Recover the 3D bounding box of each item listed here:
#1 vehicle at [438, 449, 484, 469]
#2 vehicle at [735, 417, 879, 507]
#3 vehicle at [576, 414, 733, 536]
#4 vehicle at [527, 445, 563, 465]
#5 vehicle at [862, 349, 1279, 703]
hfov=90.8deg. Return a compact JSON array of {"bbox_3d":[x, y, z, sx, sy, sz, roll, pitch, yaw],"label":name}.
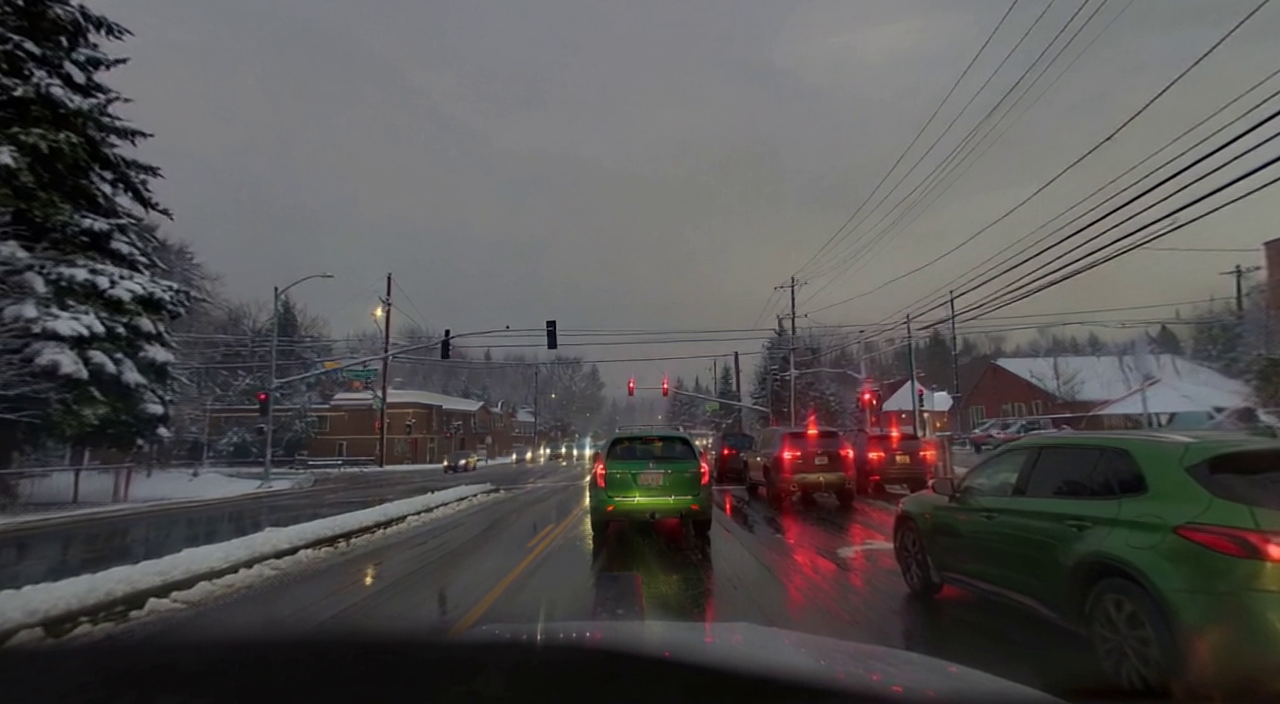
[{"bbox_3d":[-13.534,8.092,48.010,2.045,1.453,4.624,0,-9,1],"label":"vehicle"},{"bbox_3d":[3.703,2.564,15.070,2.060,1.789,4.712,0,-9,-1],"label":"vehicle"},{"bbox_3d":[0.195,1.993,10.753,2.149,1.668,3.962,0,-9,0],"label":"vehicle"},{"bbox_3d":[-7.225,7.851,48.450,2.057,1.461,4.485,0,-9,1],"label":"vehicle"},{"bbox_3d":[3.306,1.101,4.365,1.998,1.620,4.267,0,-9,1],"label":"vehicle"}]
